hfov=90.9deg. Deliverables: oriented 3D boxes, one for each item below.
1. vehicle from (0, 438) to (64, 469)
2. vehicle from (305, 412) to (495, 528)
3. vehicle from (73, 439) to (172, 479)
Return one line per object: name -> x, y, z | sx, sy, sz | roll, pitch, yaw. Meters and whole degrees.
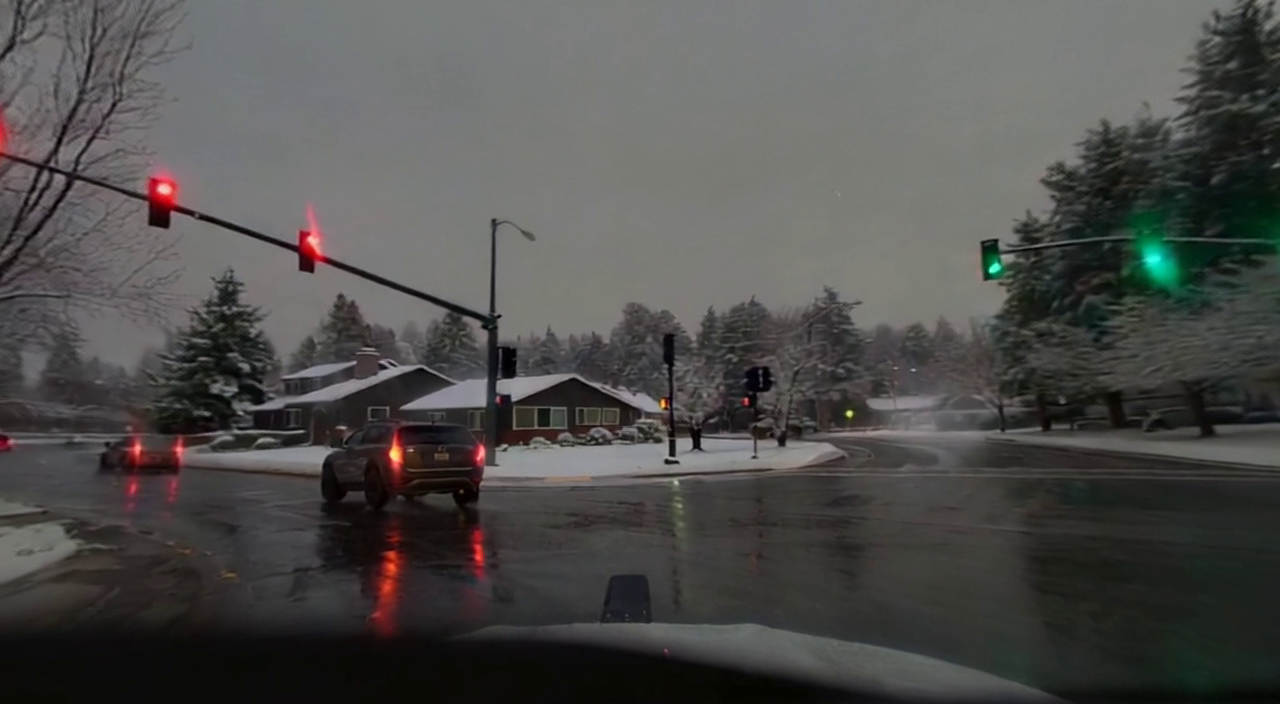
vehicle -> -32.578, 5.367, 33.602 | 3.759, 1.520, 1.854 | -6, -9, 35
vehicle -> -4.982, 2.215, 12.654 | 2.141, 1.833, 4.704 | 5, -9, -38
vehicle -> -20.979, 4.275, 25.497 | 4.558, 1.433, 1.983 | -6, -9, 37
